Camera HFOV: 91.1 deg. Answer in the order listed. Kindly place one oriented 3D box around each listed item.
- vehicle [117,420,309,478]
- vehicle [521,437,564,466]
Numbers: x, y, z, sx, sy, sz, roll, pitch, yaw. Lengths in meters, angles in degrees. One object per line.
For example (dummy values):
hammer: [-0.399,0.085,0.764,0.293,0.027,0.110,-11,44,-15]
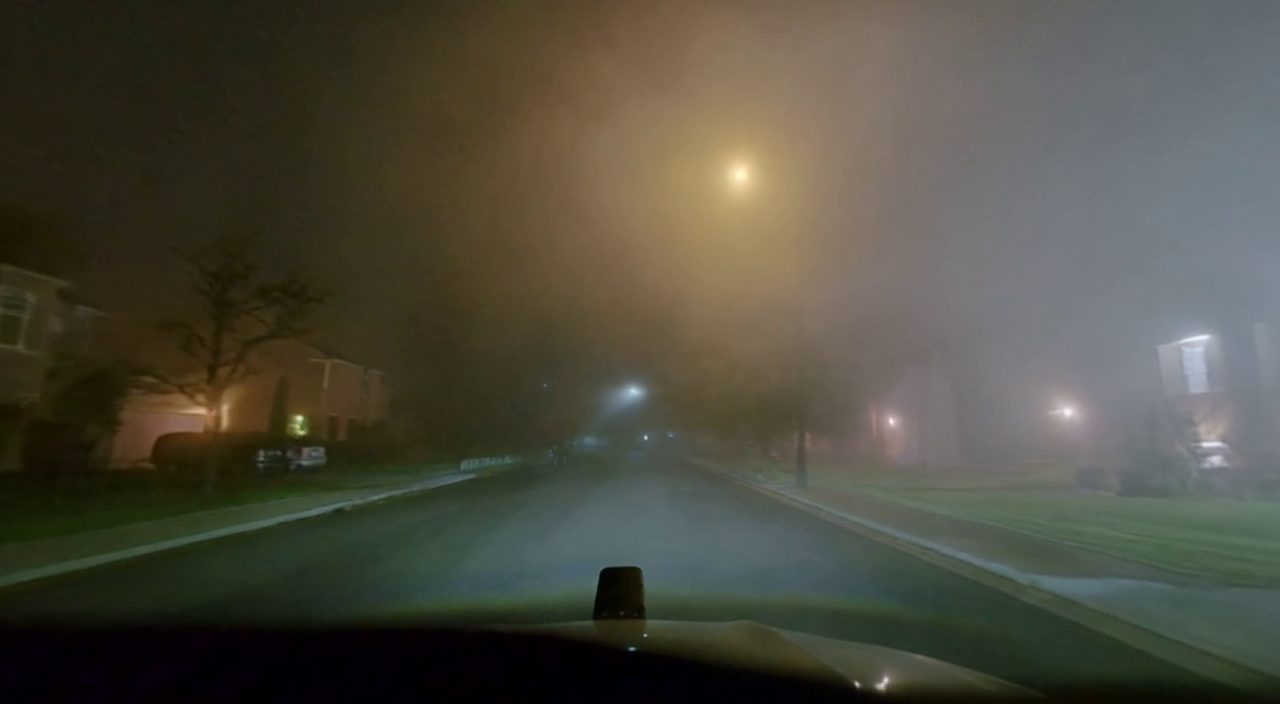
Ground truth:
vehicle: [-14.478,3.333,21.585,4.928,1.844,2.163,1,-8,-3]
vehicle: [-6.133,6.308,39.947,1.998,1.742,4.210,0,-8,1]
